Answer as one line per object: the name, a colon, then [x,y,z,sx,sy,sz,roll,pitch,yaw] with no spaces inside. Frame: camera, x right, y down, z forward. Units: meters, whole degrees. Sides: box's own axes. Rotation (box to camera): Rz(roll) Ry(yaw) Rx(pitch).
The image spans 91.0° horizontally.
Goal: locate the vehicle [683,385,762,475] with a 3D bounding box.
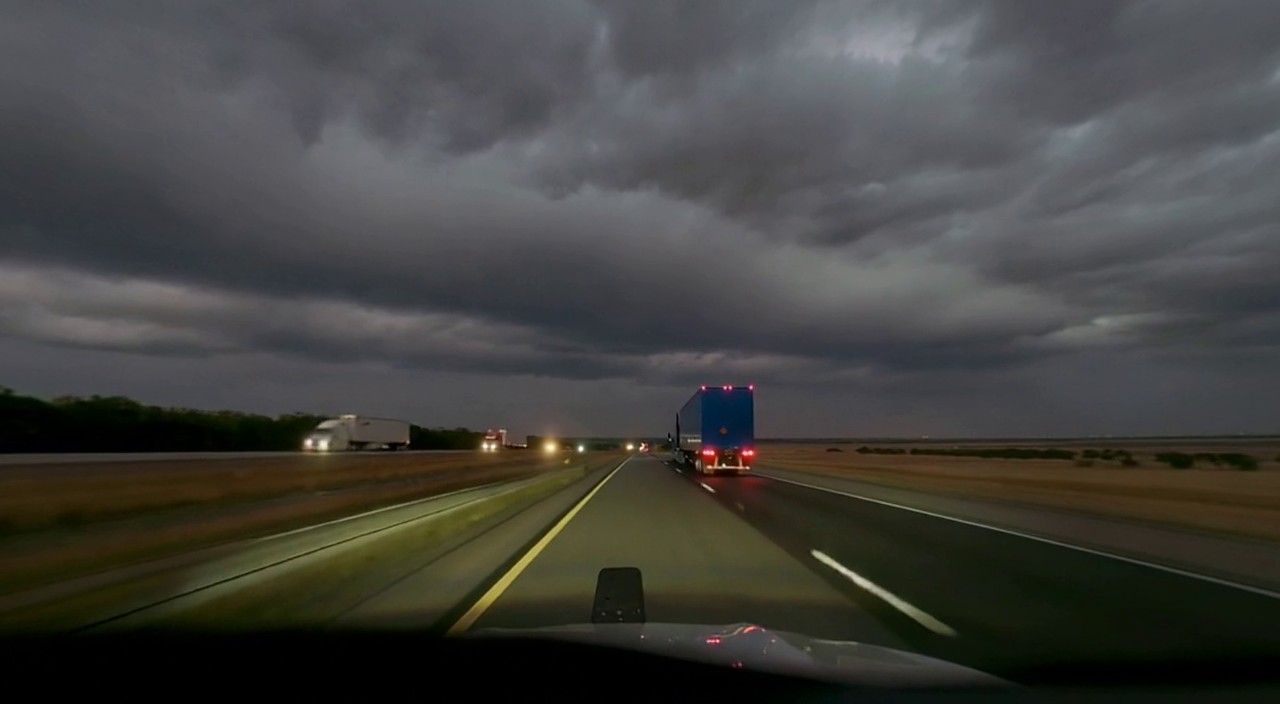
vehicle: [4.341,4.663,36.213,2.818,4.206,12.987,0,-9,0]
